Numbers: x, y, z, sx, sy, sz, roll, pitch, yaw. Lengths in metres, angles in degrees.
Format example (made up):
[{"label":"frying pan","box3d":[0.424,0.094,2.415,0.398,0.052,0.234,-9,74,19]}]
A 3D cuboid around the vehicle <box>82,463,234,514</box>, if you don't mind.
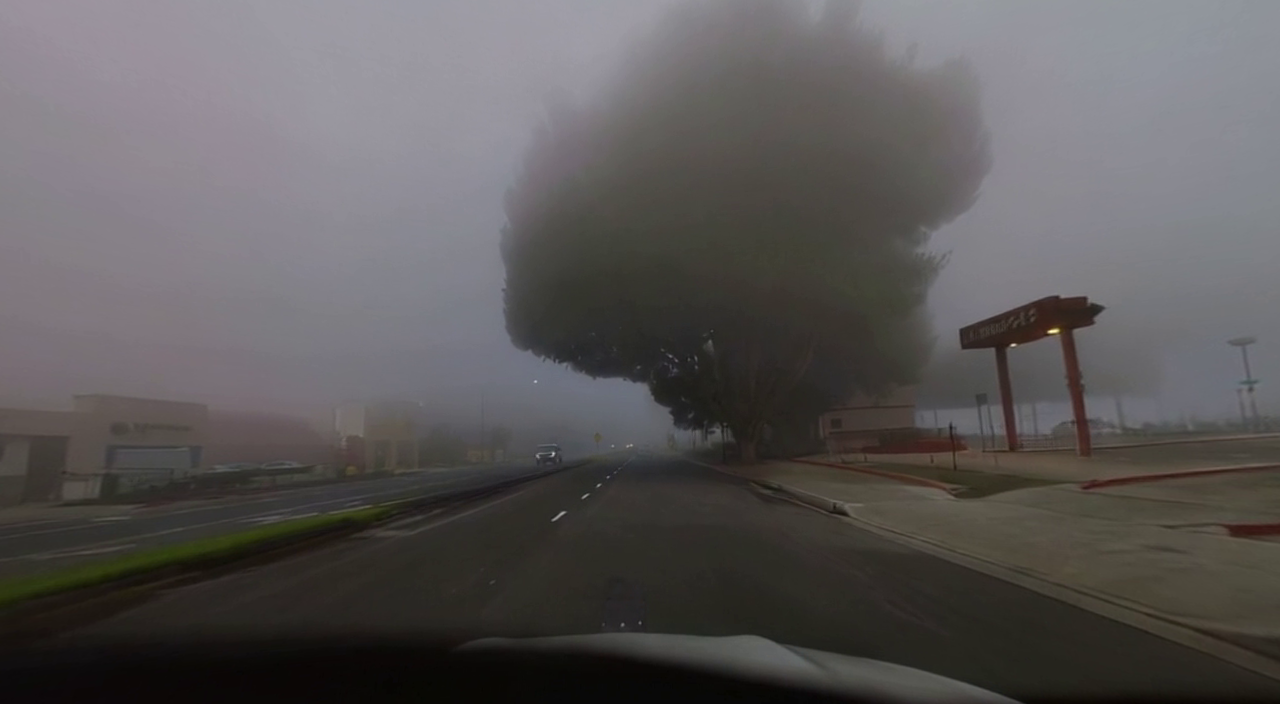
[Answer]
[{"label":"vehicle","box3d":[-17.412,4.900,23.040,1.861,1.541,4.530,0,-9,2]}]
